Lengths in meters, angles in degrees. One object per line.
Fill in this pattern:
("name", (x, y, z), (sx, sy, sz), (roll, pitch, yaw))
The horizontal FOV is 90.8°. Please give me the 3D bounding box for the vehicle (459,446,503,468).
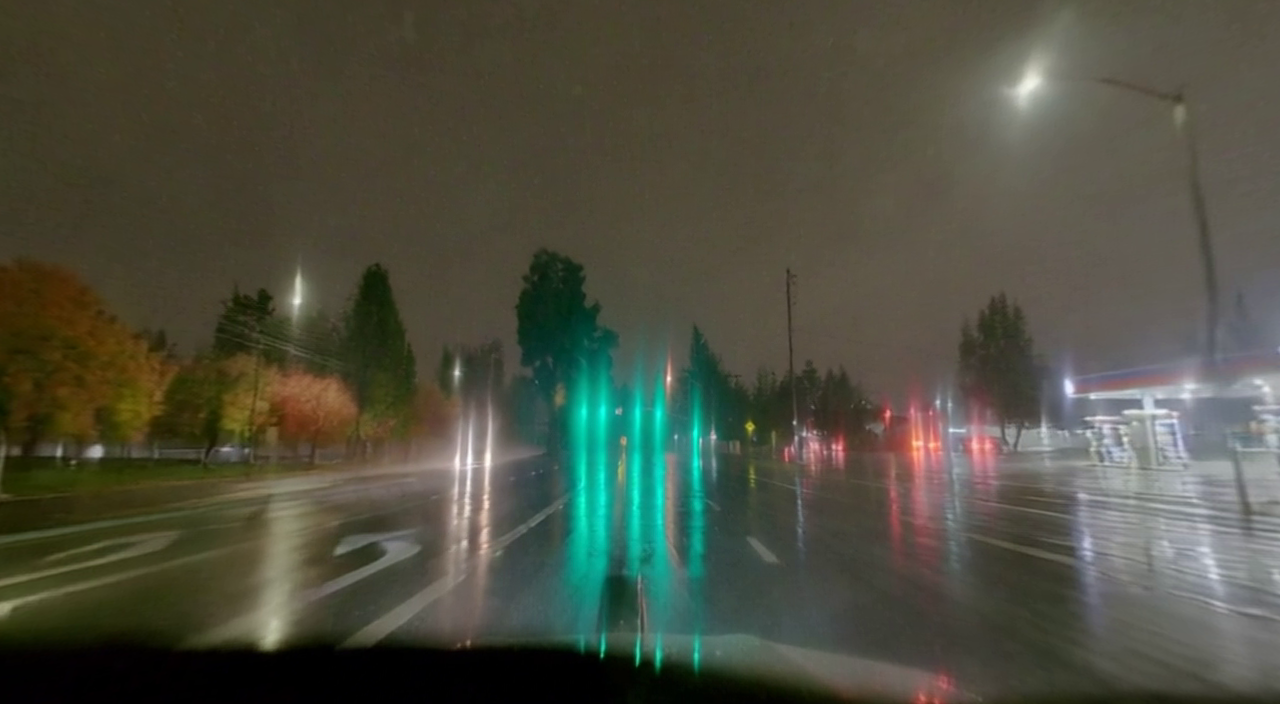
("vehicle", (-11.684, 7.750, 46.827), (1.972, 1.466, 4.683), (0, -8, 1))
